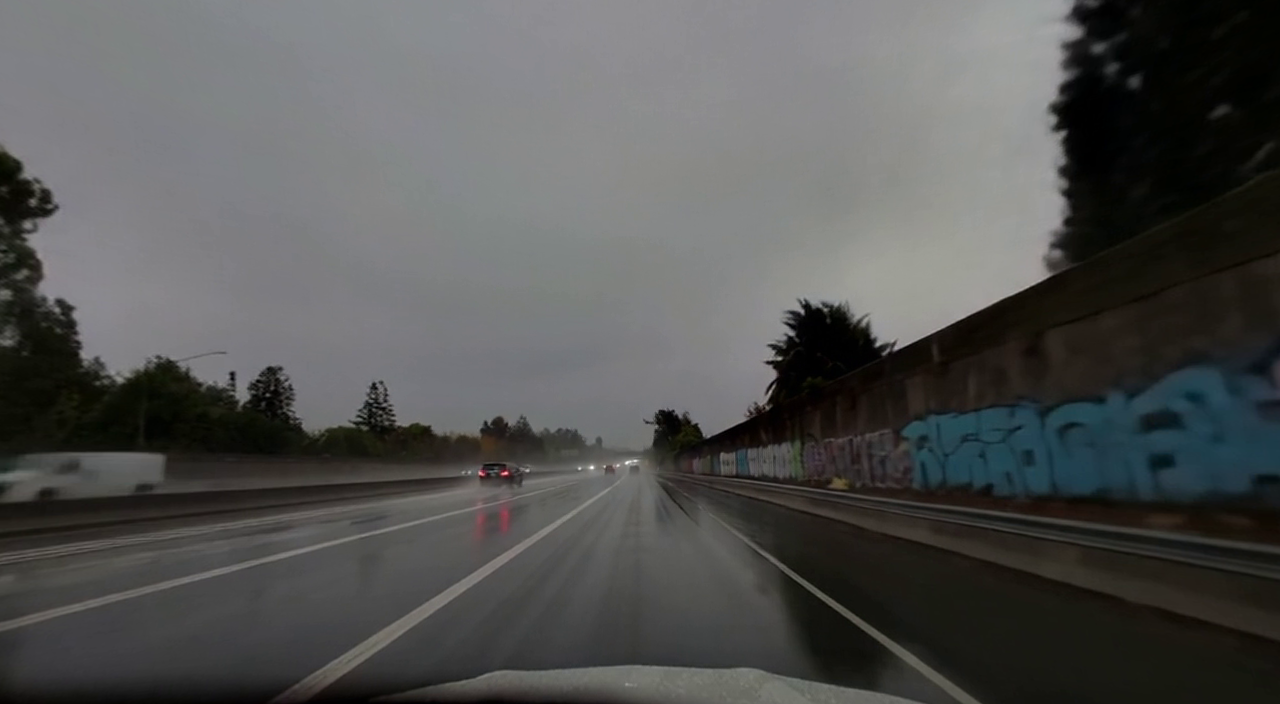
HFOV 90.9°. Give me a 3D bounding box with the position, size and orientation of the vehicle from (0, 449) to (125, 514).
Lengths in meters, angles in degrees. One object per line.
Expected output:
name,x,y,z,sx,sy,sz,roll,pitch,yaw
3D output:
vehicle,-18.979,3.899,19.195,2.278,1.773,4.993,1,-10,0

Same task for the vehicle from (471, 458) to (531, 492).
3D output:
vehicle,-7.208,6.462,33.144,2.124,1.630,4.416,1,-10,0
